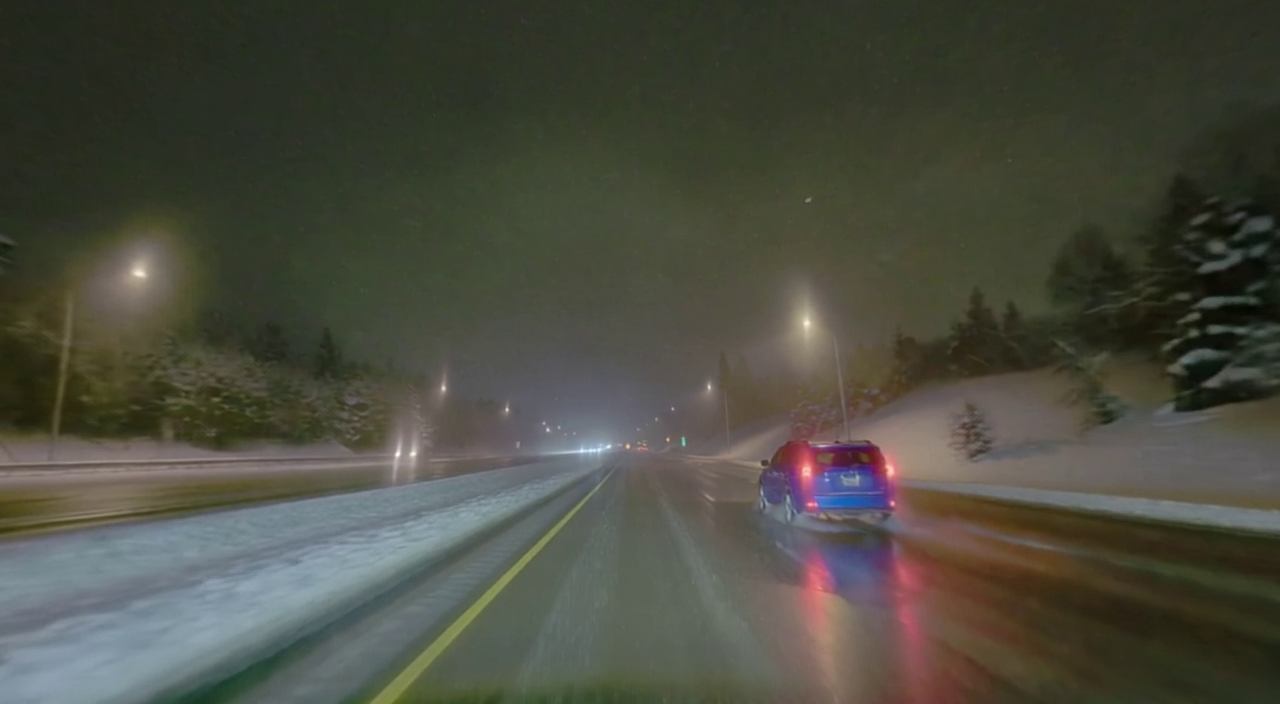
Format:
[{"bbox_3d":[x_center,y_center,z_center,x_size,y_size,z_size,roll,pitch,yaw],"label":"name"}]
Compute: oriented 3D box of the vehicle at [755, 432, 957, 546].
[{"bbox_3d":[3.495,2.297,11.170,2.002,1.604,4.265,0,-9,-1],"label":"vehicle"}]
